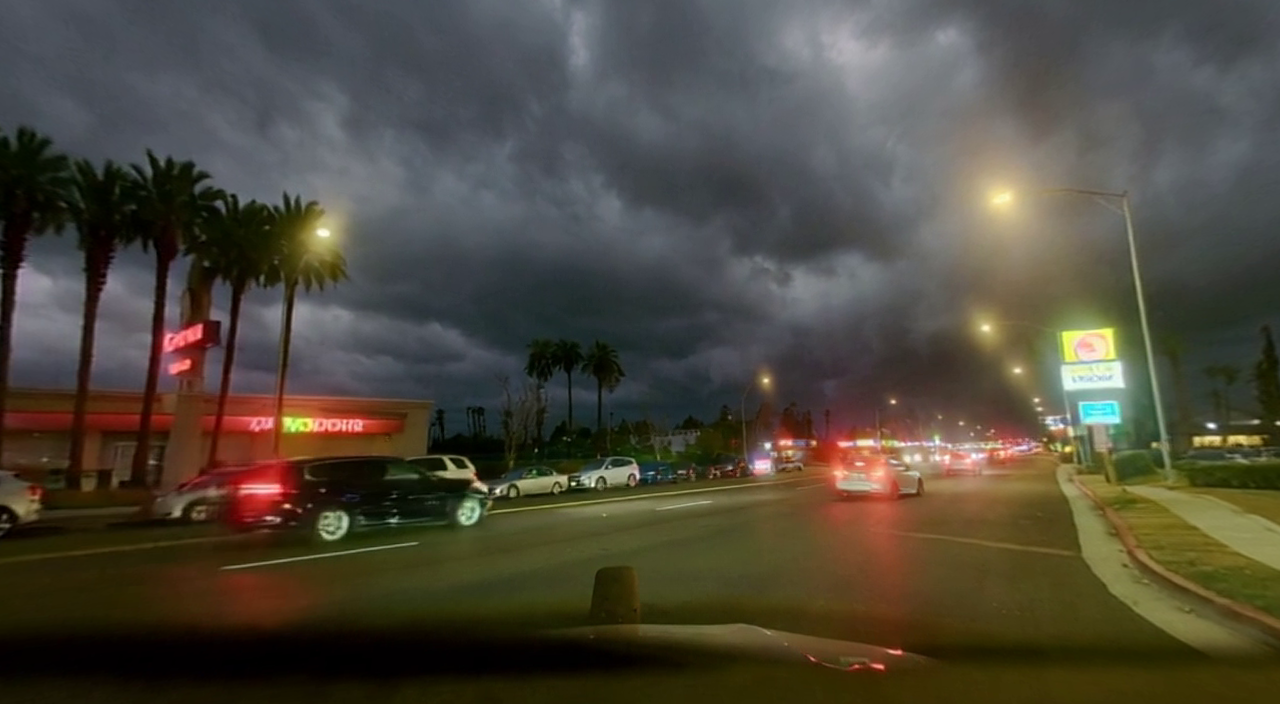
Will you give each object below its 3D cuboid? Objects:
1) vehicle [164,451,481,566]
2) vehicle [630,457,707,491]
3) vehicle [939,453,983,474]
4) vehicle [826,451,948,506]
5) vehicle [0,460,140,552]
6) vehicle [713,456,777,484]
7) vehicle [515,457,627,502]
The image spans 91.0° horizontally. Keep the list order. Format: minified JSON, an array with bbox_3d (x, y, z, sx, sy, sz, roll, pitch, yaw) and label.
[{"bbox_3d":[-5.271,2.538,11.133,2.090,1.520,4.452,-5,-10,33],"label":"vehicle"},{"bbox_3d":[1.453,5.810,30.274,1.776,1.448,4.137,-6,-10,34],"label":"vehicle"},{"bbox_3d":[24.998,8.607,48.880,2.232,1.513,5.090,-6,-10,34],"label":"vehicle"},{"bbox_3d":[7.891,3.876,19.827,2.139,1.461,4.918,-7,-11,38],"label":"vehicle"},{"bbox_3d":[-11.996,2.679,10.905,1.854,1.482,4.756,-6,-10,34],"label":"vehicle"},{"bbox_3d":[6.346,7.000,37.669,1.981,1.493,4.721,-6,-10,34],"label":"vehicle"},{"bbox_3d":[-2.542,4.840,24.276,1.837,1.468,4.389,-6,-10,35],"label":"vehicle"}]
